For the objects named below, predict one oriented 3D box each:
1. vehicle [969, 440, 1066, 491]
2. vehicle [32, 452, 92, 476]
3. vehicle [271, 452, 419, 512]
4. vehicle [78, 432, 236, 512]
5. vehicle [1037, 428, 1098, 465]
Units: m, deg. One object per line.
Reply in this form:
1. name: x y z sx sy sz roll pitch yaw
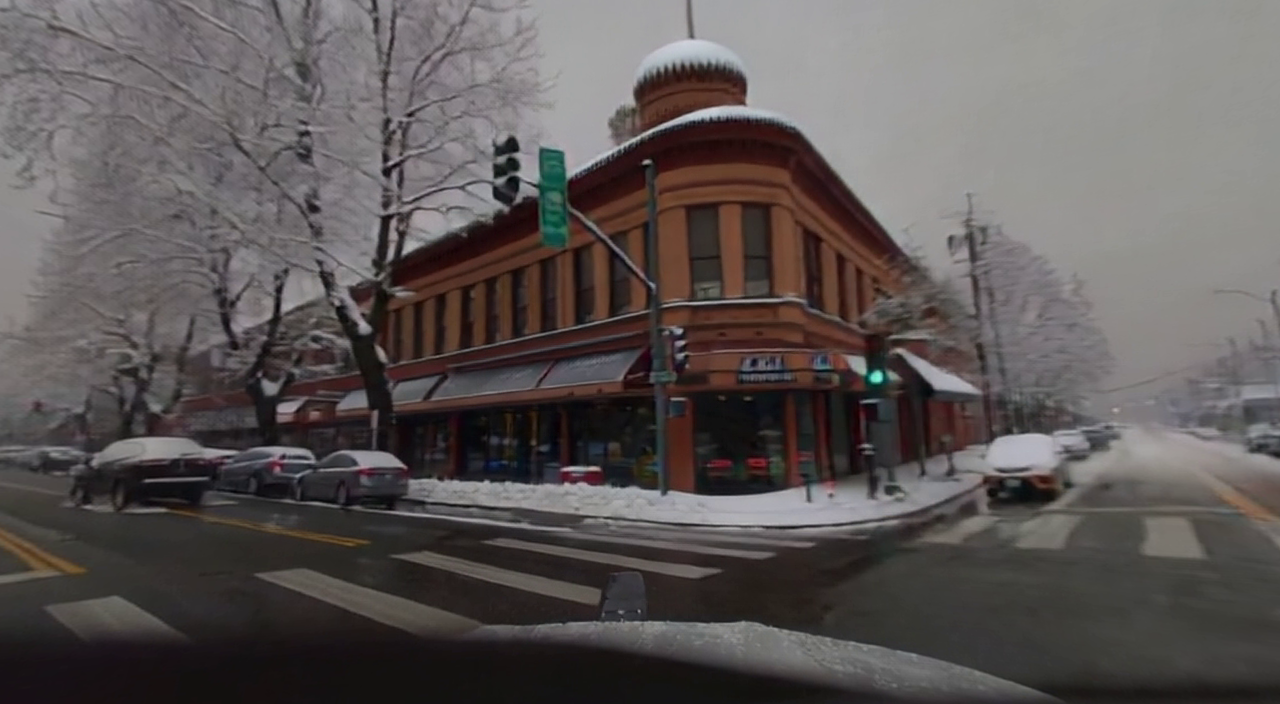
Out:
1. vehicle: 13.639 4.045 22.685 2.179 1.596 4.286 -11 -13 38
2. vehicle: -37.429 7.206 40.870 4.382 1.440 1.921 -6 -11 36
3. vehicle: -8.934 3.812 18.997 4.703 1.550 2.059 -7 -11 38
4. vehicle: -13.325 3.211 17.353 4.611 1.882 2.440 -8 -12 41
5. vehicle: 25.779 5.747 38.008 2.510 1.859 5.449 -7 -14 37
